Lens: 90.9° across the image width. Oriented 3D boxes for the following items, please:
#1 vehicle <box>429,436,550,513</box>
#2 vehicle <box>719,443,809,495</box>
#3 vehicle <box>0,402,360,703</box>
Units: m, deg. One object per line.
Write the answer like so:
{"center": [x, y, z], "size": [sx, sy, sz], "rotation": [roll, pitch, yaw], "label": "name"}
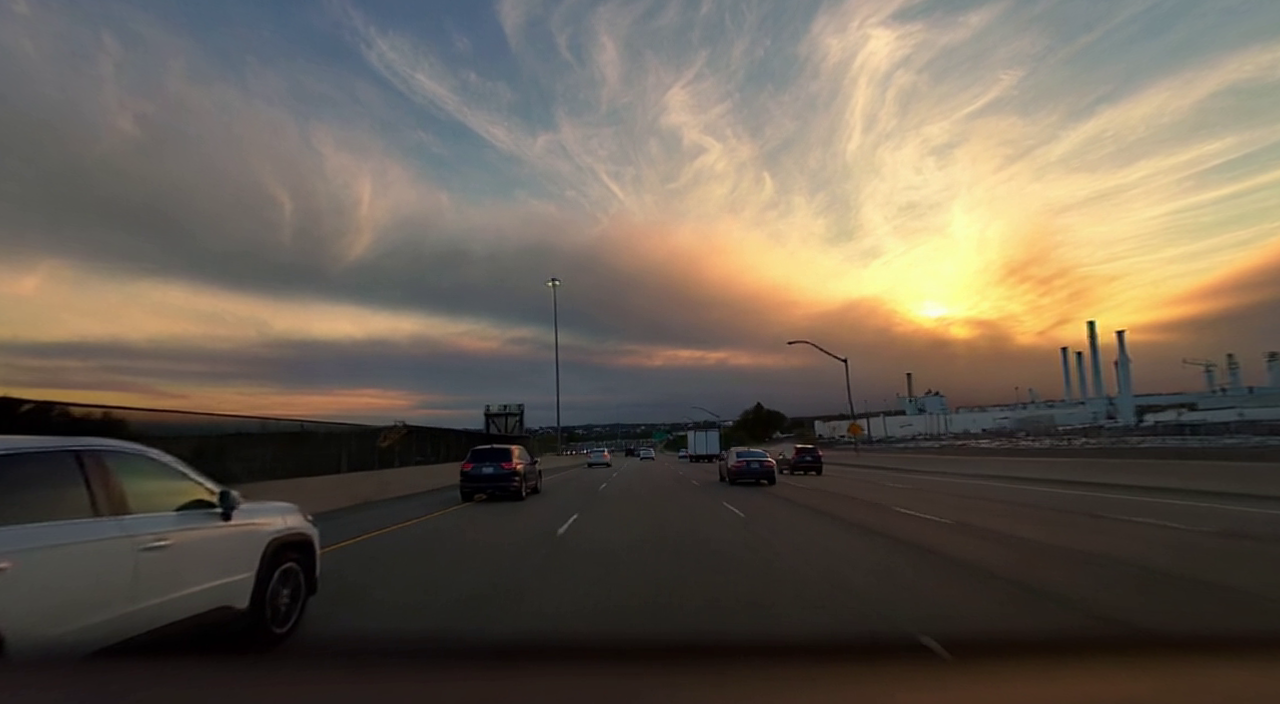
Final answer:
{"center": [-3.651, 3.031, 16.182], "size": [2.036, 1.669, 4.112], "rotation": [-1, -8, 1], "label": "vehicle"}
{"center": [3.862, 3.714, 20.467], "size": [1.942, 1.453, 4.329], "rotation": [-1, -8, -1], "label": "vehicle"}
{"center": [-3.611, 1.093, 3.212], "size": [2.067, 1.555, 4.851], "rotation": [-1, -8, 1], "label": "vehicle"}
